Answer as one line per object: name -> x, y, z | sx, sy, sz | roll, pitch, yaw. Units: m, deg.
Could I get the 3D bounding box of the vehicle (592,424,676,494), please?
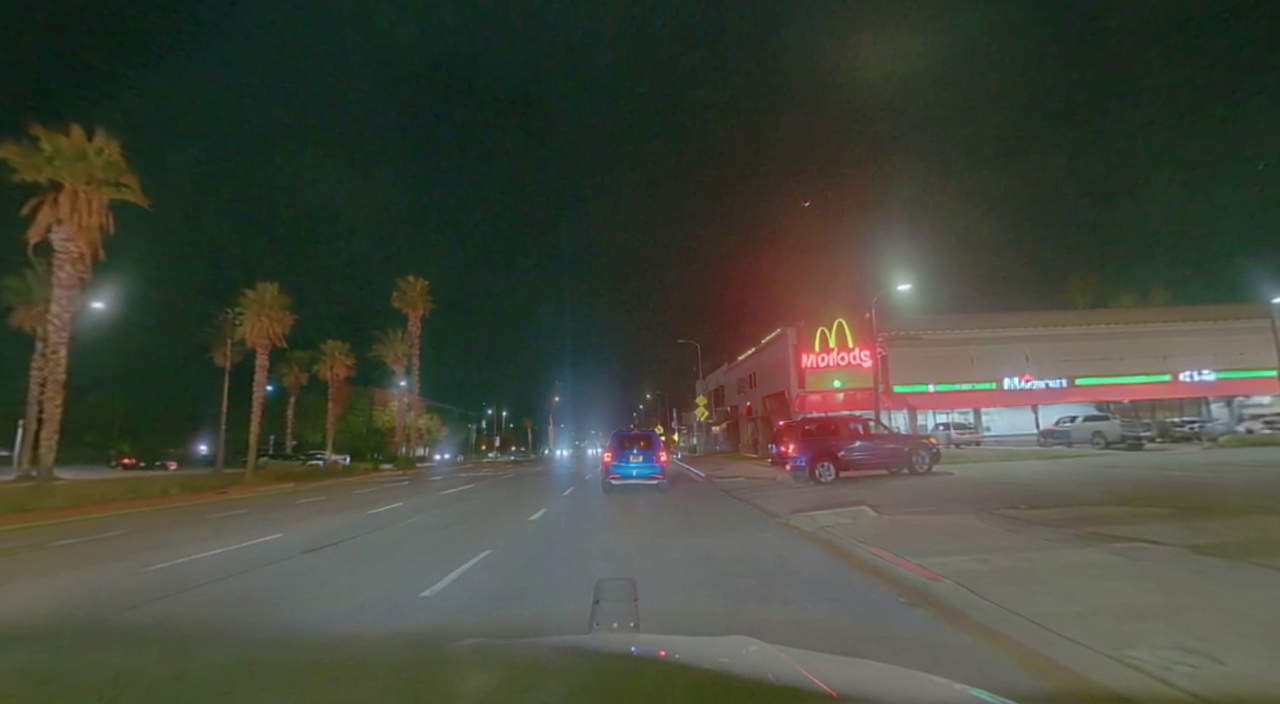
vehicle -> -0.195, 3.134, 18.736 | 2.234, 1.818, 3.869 | 0, -9, -1

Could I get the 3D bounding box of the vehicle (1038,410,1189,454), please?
vehicle -> 19.947, 3.489, 27.054 | 2.080, 1.702, 5.430 | 0, -9, -3

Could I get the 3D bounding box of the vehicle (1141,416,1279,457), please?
vehicle -> 24.168, 3.597, 26.747 | 1.867, 1.571, 4.153 | 3, -9, -20

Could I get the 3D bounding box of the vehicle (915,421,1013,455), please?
vehicle -> 16.378, 4.357, 31.832 | 4.918, 1.595, 2.213 | 6, -11, -34

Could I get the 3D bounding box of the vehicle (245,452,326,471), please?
vehicle -> -26.836, 8.268, 47.998 | 5.154, 1.343, 1.943 | 4, -9, -23

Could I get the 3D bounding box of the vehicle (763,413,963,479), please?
vehicle -> 6.187, 2.686, 18.032 | 4.828, 1.733, 2.231 | 0, -9, -1
